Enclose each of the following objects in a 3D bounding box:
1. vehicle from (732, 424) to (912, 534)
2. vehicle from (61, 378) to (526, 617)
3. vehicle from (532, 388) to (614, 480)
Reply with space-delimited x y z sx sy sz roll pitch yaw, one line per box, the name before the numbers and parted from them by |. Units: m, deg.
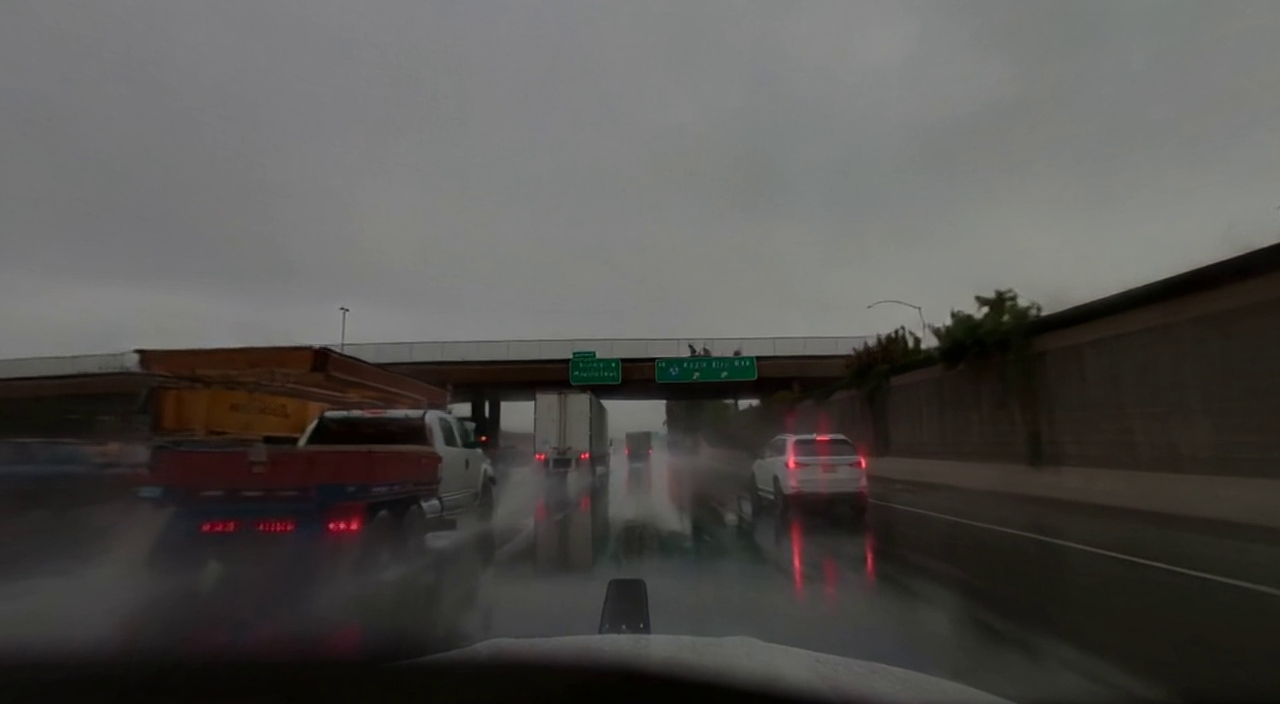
vehicle | 3.107 2.269 11.882 2.028 1.658 4.334 0 -8 -1
vehicle | -3.548 1.716 8.698 2.645 2.023 6.491 0 -8 1
vehicle | -3.313 4.824 36.154 2.869 4.108 15.564 0 -8 1
